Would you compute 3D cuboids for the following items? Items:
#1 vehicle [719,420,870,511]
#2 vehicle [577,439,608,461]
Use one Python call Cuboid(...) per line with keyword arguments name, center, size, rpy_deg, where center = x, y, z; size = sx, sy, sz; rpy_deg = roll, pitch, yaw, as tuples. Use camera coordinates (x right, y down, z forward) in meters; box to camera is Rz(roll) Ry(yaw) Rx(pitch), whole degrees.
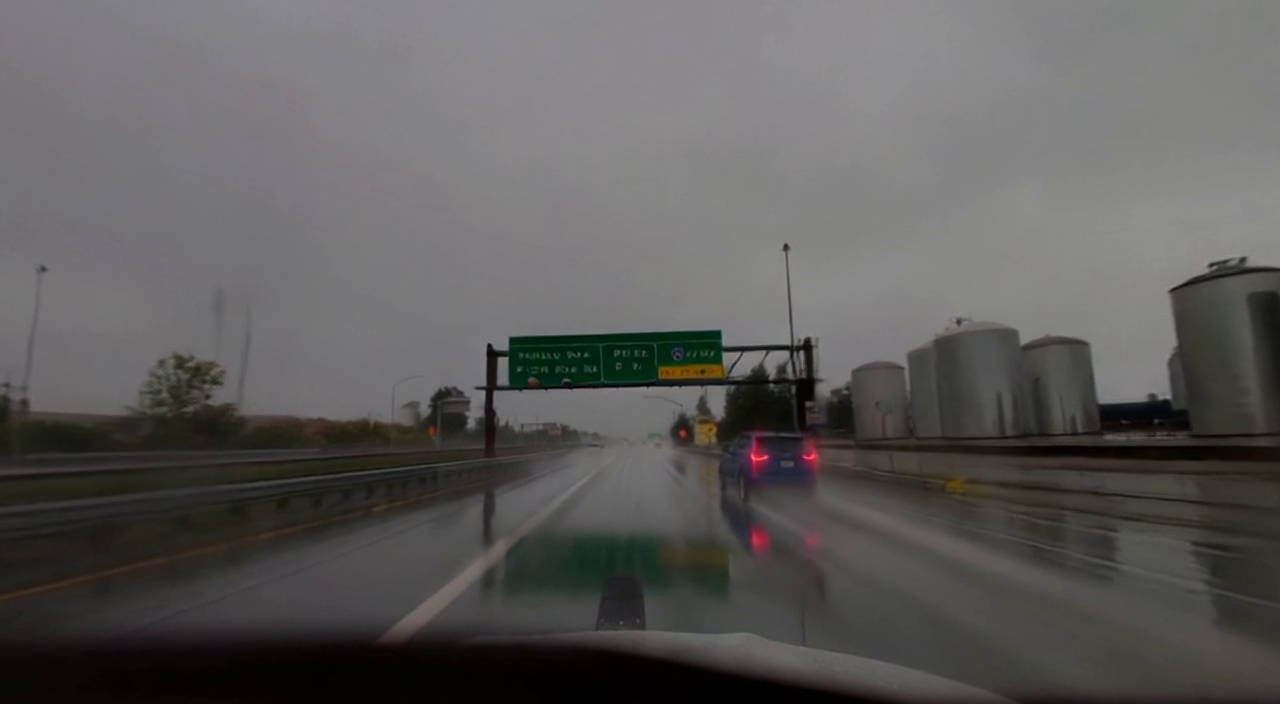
Cuboid(name="vehicle", center=(3.409, 2.654, 15.163), size=(2.296, 1.790, 5.067), rpy_deg=(0, -9, 0))
Cuboid(name="vehicle", center=(-3.676, 7.677, 49.369), size=(2.012, 1.571, 4.232), rpy_deg=(0, -9, 0))
